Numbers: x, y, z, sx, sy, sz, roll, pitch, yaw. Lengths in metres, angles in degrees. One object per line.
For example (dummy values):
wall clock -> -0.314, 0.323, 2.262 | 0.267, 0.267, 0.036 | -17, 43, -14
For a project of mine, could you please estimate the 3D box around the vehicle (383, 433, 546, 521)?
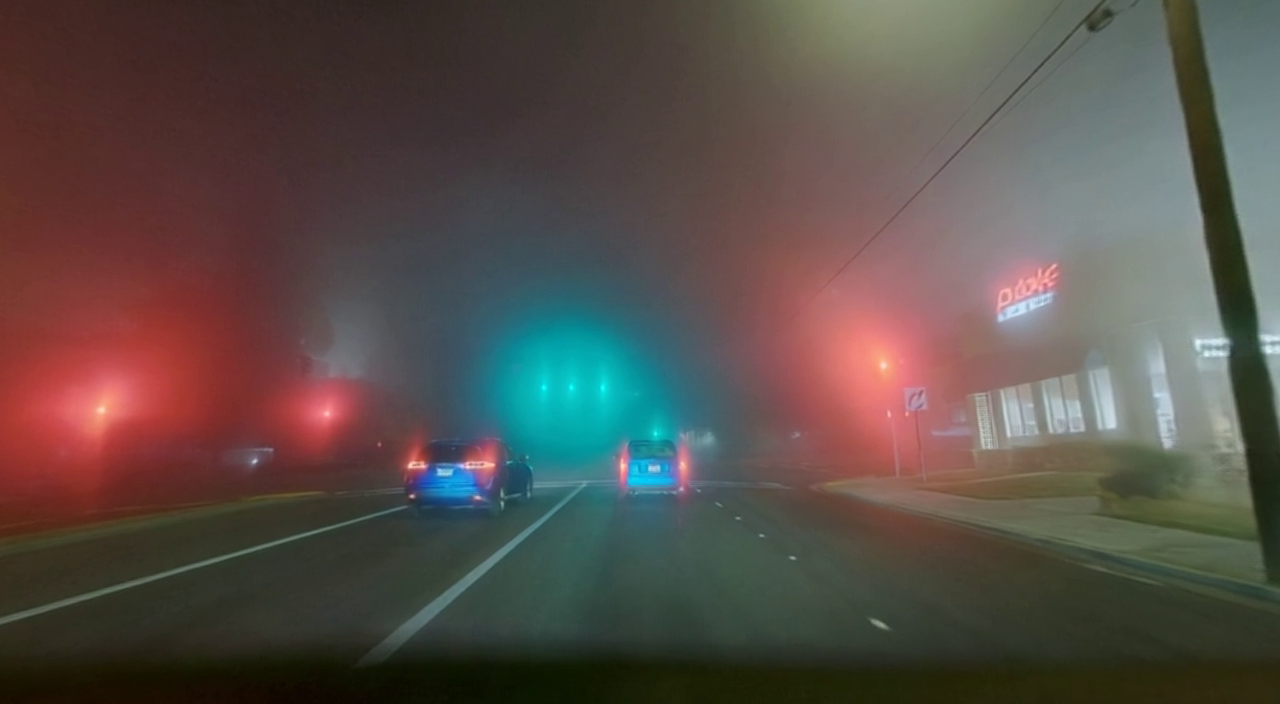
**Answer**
vehicle -> -3.296, 2.437, 12.918 | 2.032, 1.467, 4.411 | 0, -8, 0

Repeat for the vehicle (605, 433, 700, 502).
vehicle -> 0.254, 2.807, 15.748 | 2.059, 1.456, 4.047 | 0, -8, 0
